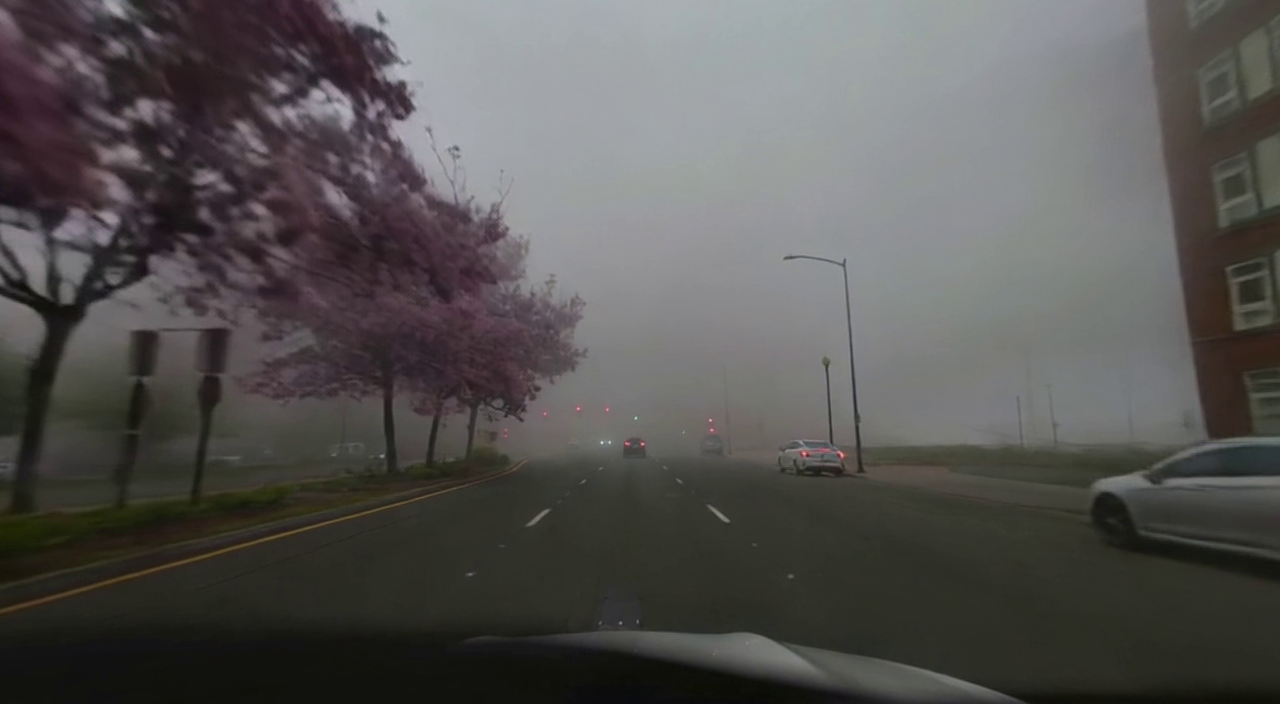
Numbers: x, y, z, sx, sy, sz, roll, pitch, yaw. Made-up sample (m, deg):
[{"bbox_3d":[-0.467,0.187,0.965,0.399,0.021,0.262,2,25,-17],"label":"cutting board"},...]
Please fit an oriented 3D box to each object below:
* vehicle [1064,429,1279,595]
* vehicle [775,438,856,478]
[{"bbox_3d":[6.620,1.449,5.807,1.891,1.456,4.909,0,-8,-2],"label":"vehicle"},{"bbox_3d":[6.919,4.226,25.443,2.032,1.449,4.413,0,-8,0],"label":"vehicle"}]
